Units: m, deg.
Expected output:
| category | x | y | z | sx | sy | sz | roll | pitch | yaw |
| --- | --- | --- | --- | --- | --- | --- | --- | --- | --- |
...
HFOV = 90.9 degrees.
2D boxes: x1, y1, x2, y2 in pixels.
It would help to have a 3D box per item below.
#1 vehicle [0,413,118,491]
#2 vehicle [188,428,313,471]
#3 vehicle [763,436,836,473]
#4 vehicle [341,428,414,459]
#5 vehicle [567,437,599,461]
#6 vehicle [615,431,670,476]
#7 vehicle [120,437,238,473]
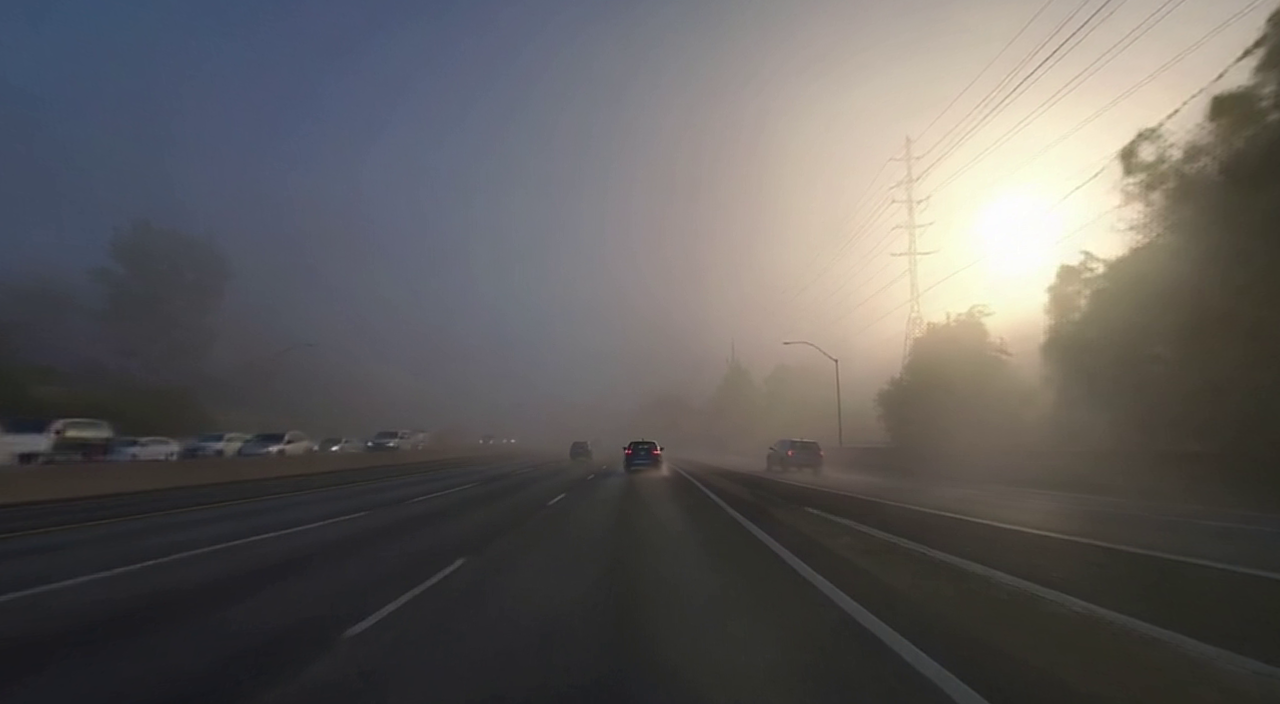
| category | x | y | z | sx | sy | sz | roll | pitch | yaw |
| --- | --- | --- | --- | --- | --- | --- | --- | --- | --- |
| vehicle | -16.055 | 2.394 | 15.126 | 2.228 | 1.808 | 5.608 | 0 | -8 | 0 |
| vehicle | -16.507 | 4.163 | 27.136 | 2.175 | 1.653 | 4.993 | 0 | -8 | 0 |
| vehicle | 7.996 | 5.184 | 32.232 | 2.099 | 1.720 | 4.829 | 1 | -8 | -5 |
| vehicle | -16.646 | 5.868 | 40.428 | 2.188 | 1.786 | 5.759 | 0 | -8 | 0 |
| vehicle | -4.288 | 7.376 | 48.149 | 2.130 | 1.685 | 4.341 | 0 | -8 | -1 |
| vehicle | 0.079 | 4.370 | 27.263 | 2.192 | 1.769 | 4.287 | 0 | -8 | -1 |
| vehicle | -20.305 | 4.527 | 28.067 | 1.827 | 1.436 | 4.593 | 0 | -8 | -1 |
